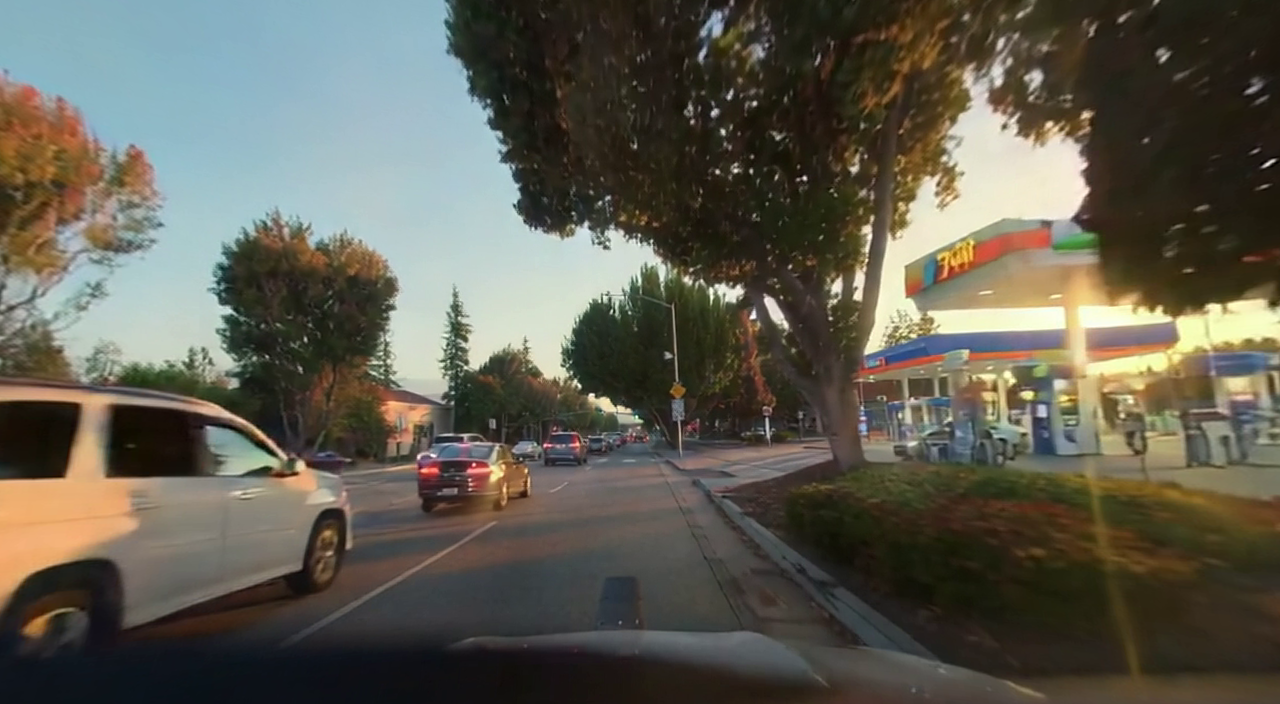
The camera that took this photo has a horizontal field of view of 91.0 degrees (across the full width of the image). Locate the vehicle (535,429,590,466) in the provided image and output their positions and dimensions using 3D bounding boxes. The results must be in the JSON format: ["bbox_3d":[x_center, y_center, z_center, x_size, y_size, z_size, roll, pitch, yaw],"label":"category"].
[{"bbox_3d":[-4.002,5.038,33.347,2.306,1.815,4.476,0,-8,1],"label":"vehicle"}]

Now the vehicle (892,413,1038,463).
[{"bbox_3d":[12.174,3.244,23.827,4.385,1.439,1.912,-5,-7,4],"label":"vehicle"}]

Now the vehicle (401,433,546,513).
[{"bbox_3d":[-3.434,2.556,13.898,1.888,1.452,4.303,-1,-8,2],"label":"vehicle"}]

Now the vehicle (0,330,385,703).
[{"bbox_3d":[-4.027,1.100,4.732,2.071,1.896,4.782,-1,-8,2],"label":"vehicle"}]
